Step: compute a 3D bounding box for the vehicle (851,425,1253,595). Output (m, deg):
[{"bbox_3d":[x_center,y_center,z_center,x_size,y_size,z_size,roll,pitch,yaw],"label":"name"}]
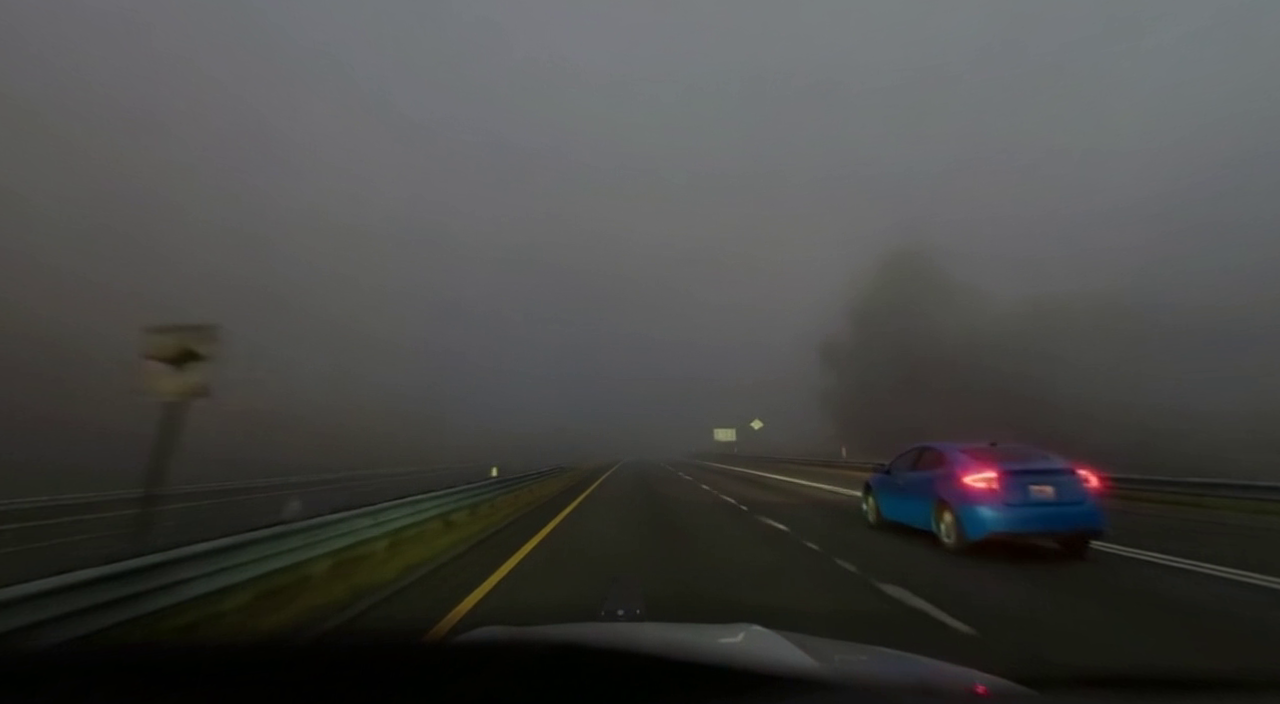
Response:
[{"bbox_3d":[4.278,1.690,7.548,1.981,1.440,4.125,0,-9,-1],"label":"vehicle"}]
